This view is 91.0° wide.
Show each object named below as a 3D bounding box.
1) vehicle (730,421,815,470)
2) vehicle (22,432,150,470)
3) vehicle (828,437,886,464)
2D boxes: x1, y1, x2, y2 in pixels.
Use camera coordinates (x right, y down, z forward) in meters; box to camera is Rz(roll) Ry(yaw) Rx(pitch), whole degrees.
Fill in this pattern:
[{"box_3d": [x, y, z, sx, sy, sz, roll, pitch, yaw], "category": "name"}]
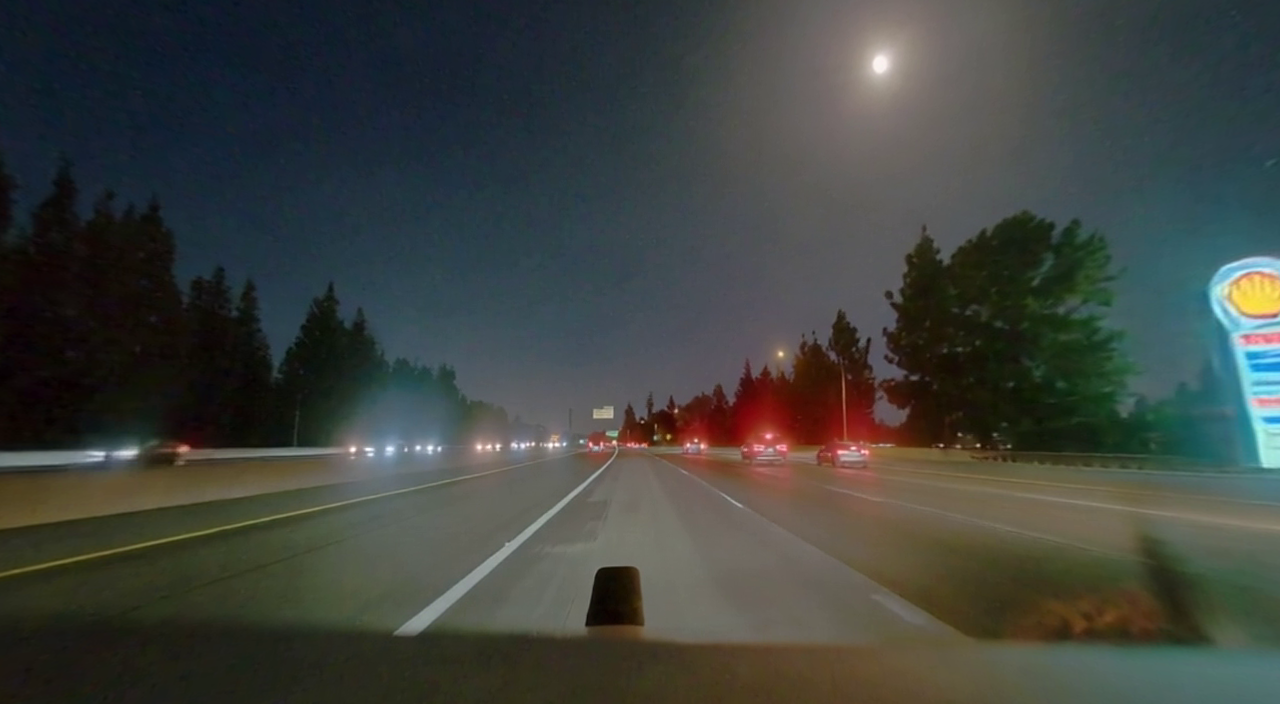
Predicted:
[{"box_3d": [6.939, 5.098, 34.284, 2.779, 2.339, 8.073, 0, -8, -1], "category": "vehicle"}, {"box_3d": [-28.227, 5.070, 32.344, 2.083, 1.783, 4.919, 0, -8, 0], "category": "vehicle"}, {"box_3d": [13.920, 6.357, 40.651, 2.072, 1.611, 4.387, 0, -8, -2], "category": "vehicle"}]
